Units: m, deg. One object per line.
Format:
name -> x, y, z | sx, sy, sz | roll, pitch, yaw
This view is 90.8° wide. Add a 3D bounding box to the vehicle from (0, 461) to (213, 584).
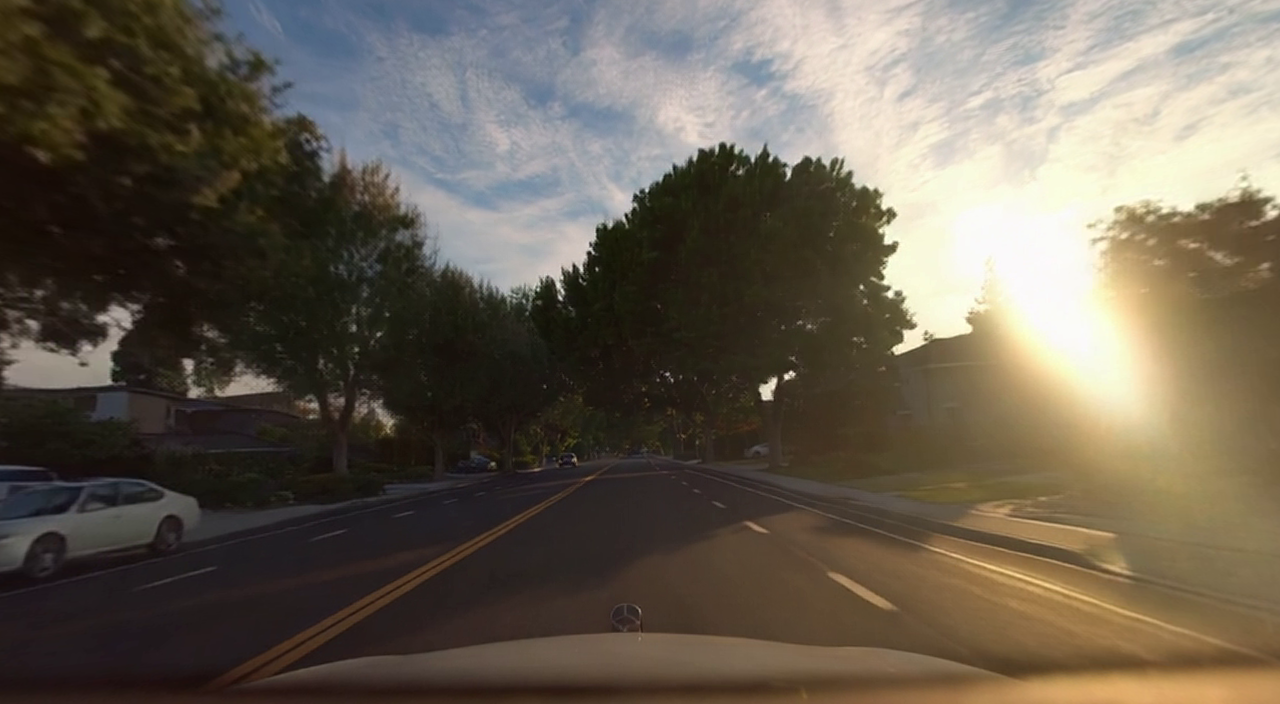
vehicle -> -9.540, 2.711, 10.471 | 1.931, 1.465, 4.683 | -5, -8, -3
